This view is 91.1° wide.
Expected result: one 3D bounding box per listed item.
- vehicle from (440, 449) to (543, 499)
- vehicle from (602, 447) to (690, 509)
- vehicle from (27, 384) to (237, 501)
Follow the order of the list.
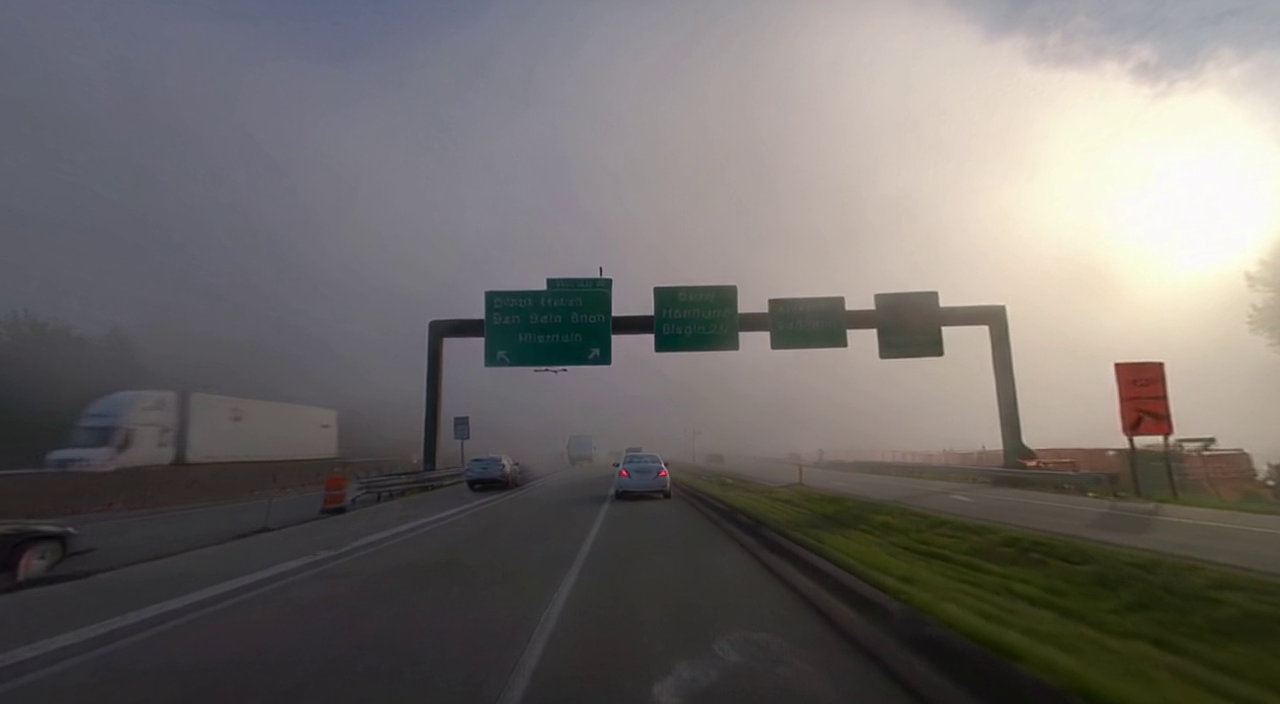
[{"bbox_3d":[-4.634,3.860,20.259,2.063,1.417,4.000,-1,-9,5],"label":"vehicle"},{"bbox_3d":[0.149,3.265,16.753,2.080,1.451,3.512,0,-9,0],"label":"vehicle"},{"bbox_3d":[-19.179,3.513,24.399,2.979,3.948,5.862,0,-9,0],"label":"vehicle"}]
